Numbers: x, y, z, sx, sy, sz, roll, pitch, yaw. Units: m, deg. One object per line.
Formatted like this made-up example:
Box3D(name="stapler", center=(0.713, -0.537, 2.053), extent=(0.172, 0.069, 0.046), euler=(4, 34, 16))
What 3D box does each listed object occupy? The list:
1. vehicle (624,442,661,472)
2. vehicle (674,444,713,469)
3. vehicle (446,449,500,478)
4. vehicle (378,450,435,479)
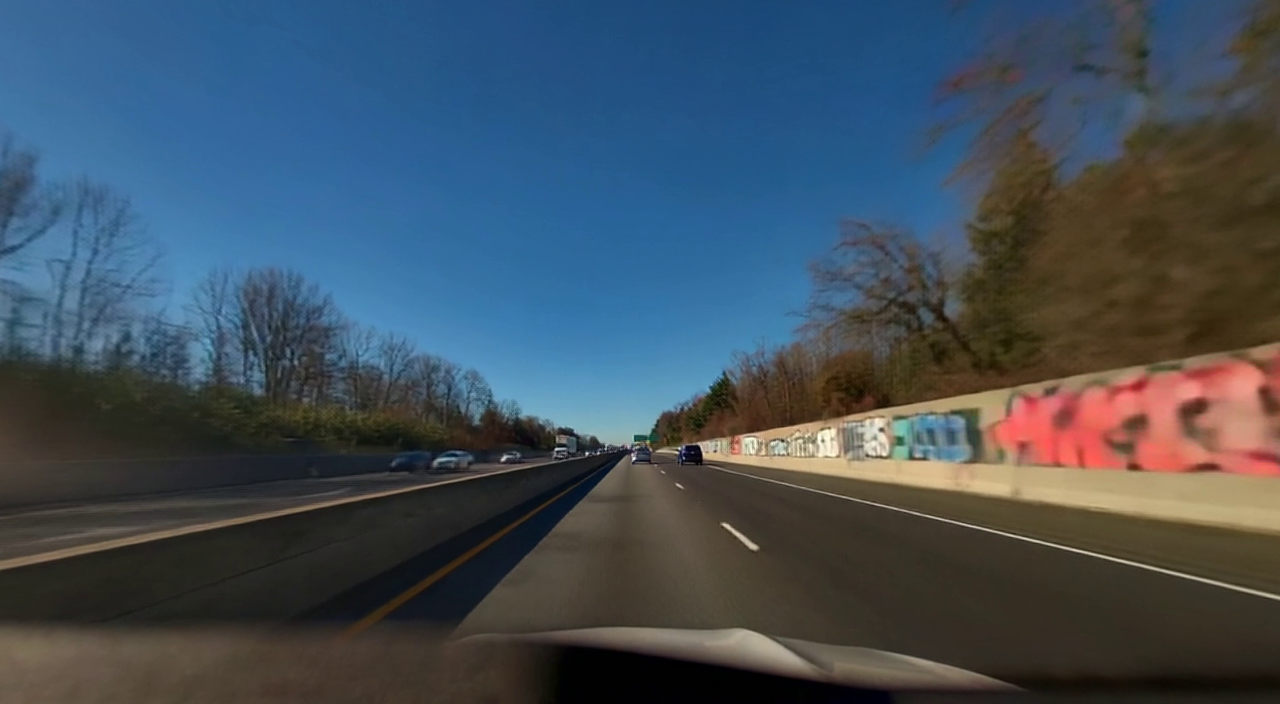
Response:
Box3D(name="vehicle", center=(0.122, 6.454, 38.699), extent=(2.095, 1.671, 4.219), euler=(0, -9, -1))
Box3D(name="vehicle", center=(3.618, 7.165, 43.112), extent=(2.303, 1.614, 4.154), euler=(0, -9, 0))
Box3D(name="vehicle", center=(-9.775, 6.549, 37.068), extent=(2.015, 1.617, 4.274), euler=(-1, -9, 0))
Box3D(name="vehicle", center=(-14.146, 6.805, 38.211), extent=(1.877, 1.588, 4.079), euler=(-1, -9, 0))
